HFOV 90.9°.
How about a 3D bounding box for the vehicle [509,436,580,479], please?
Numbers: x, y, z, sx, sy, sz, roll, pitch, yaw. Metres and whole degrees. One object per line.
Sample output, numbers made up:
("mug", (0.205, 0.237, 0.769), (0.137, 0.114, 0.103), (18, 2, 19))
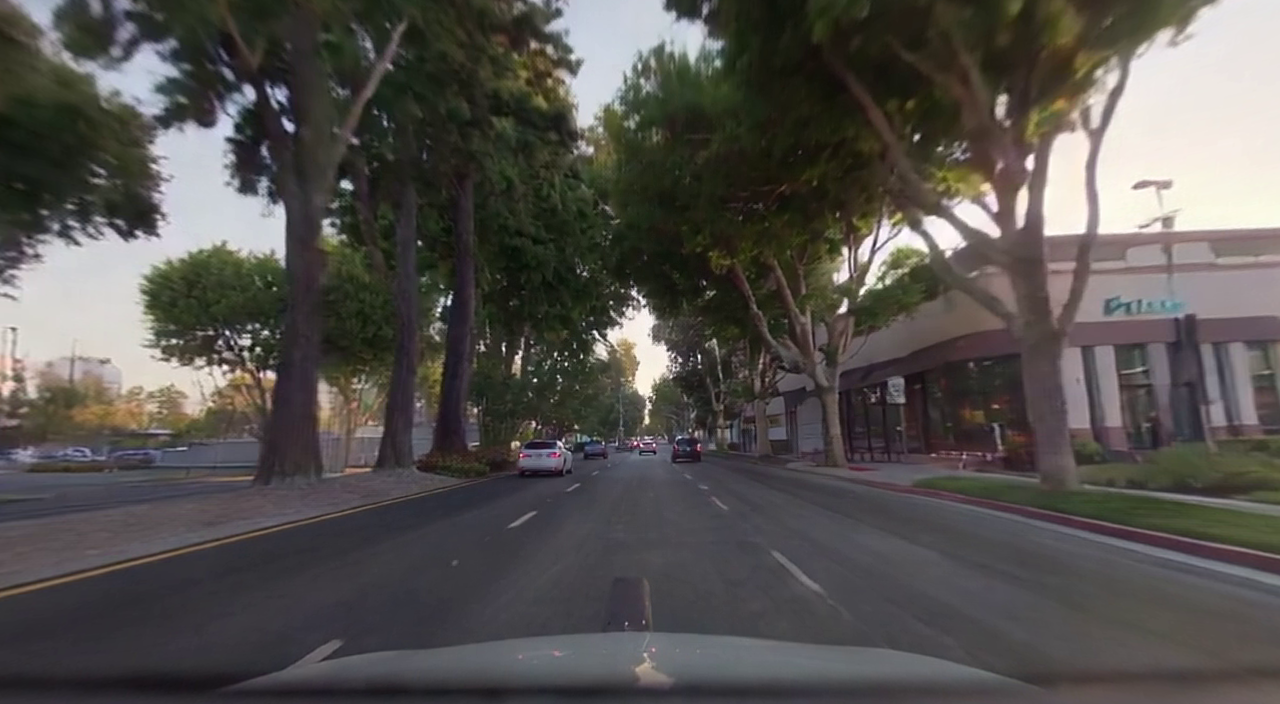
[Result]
("vehicle", (-3.581, 4.029, 24.394), (1.908, 1.481, 4.536), (0, -8, 2))

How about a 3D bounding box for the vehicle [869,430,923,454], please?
("vehicle", (16.031, 5.623, 39.646), (1.823, 1.413, 3.884), (0, -8, 1))

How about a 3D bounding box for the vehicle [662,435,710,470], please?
("vehicle", (2.185, 4.892, 30.809), (1.922, 1.579, 3.642), (0, -8, -2))
